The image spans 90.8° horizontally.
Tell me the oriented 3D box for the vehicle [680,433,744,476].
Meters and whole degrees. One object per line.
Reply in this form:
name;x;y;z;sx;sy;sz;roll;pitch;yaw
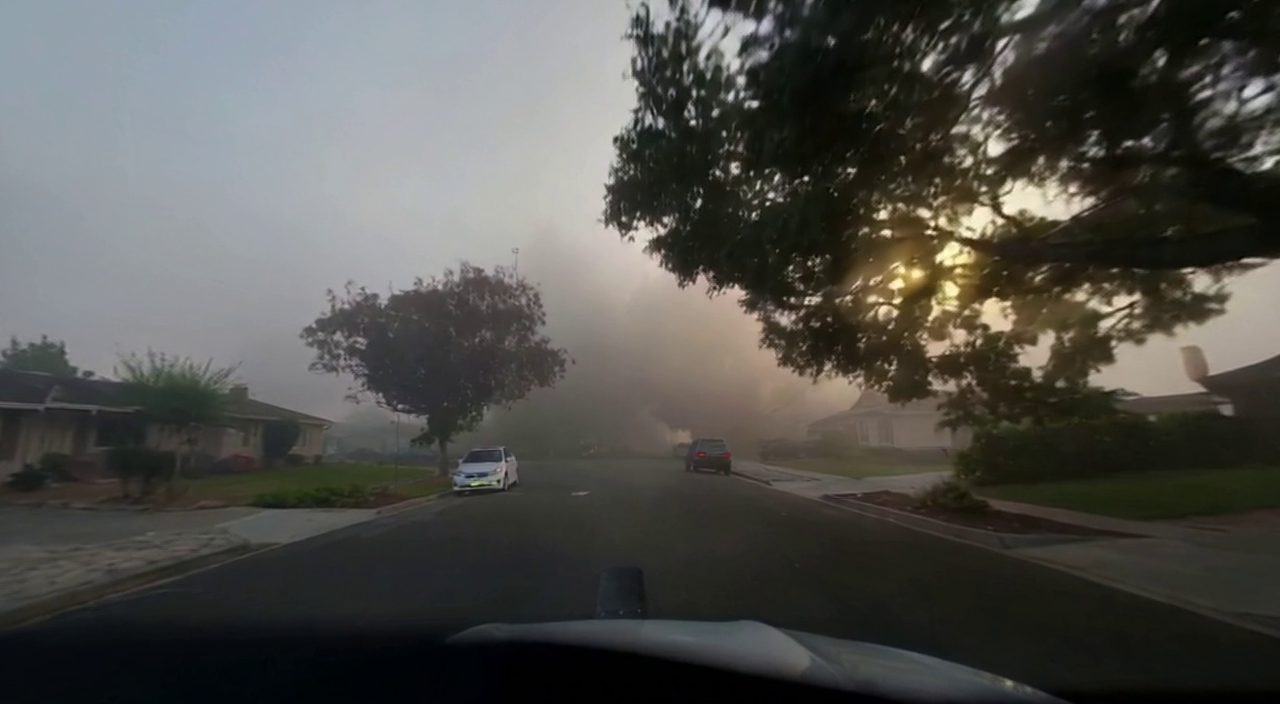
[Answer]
vehicle;3.245;4.771;29.635;2.228;1.813;4.901;0;-8;-2

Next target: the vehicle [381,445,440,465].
vehicle;-17.114;7.717;47.245;3.734;1.441;1.756;0;-8;3

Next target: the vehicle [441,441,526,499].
vehicle;-4.839;3.670;20.206;1.981;1.463;4.631;0;-7;-6

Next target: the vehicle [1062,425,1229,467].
vehicle;18.825;3.519;23.708;4.484;1.492;2.071;0;-8;0

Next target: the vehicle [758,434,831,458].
vehicle;11.151;6.822;45.872;4.781;1.700;1.914;1;-8;-4

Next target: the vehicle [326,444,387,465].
vehicle;-21.233;7.691;47.389;3.610;1.501;1.814;0;-8;3
